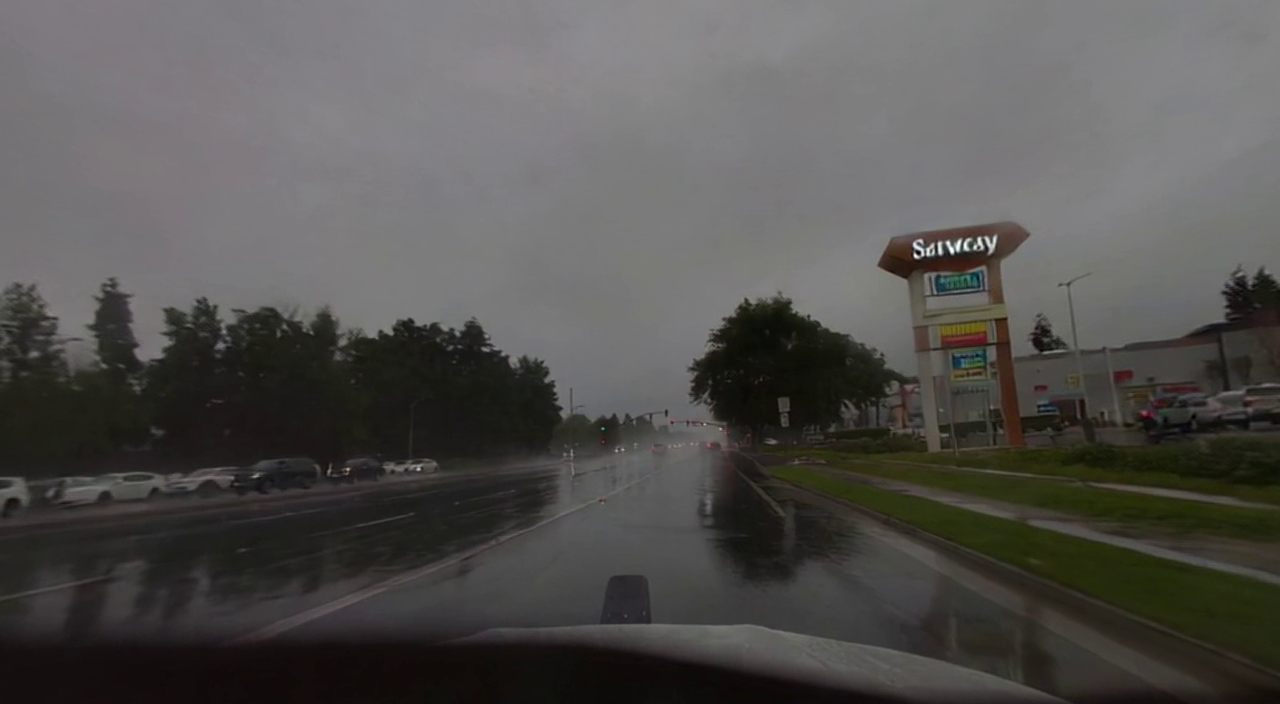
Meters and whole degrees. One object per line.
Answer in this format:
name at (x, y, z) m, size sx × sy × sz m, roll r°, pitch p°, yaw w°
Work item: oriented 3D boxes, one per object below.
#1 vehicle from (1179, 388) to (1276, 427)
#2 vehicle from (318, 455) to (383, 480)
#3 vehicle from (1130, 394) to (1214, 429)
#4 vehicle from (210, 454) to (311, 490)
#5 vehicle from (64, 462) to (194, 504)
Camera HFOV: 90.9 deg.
vehicle at (26.676, 2.524, 28.618) m, size 3.327 × 1.369 × 1.514 m, roll -4°, pitch -10°, yaw -16°
vehicle at (-20.051, 8.010, 43.903) m, size 1.918 × 1.503 × 4.632 m, roll -6°, pitch -10°, yaw 7°
vehicle at (26.825, 3.009, 31.807) m, size 3.335 × 1.398 × 1.535 m, roll -3°, pitch -10°, yaw -19°
vehicle at (-21.291, 6.735, 35.677) m, size 1.967 × 1.683 × 5.223 m, roll -7°, pitch -11°, yaw 8°
vehicle at (-22.535, 5.747, 28.057) m, size 1.851 × 1.450 × 4.396 m, roll -7°, pitch -10°, yaw 7°
